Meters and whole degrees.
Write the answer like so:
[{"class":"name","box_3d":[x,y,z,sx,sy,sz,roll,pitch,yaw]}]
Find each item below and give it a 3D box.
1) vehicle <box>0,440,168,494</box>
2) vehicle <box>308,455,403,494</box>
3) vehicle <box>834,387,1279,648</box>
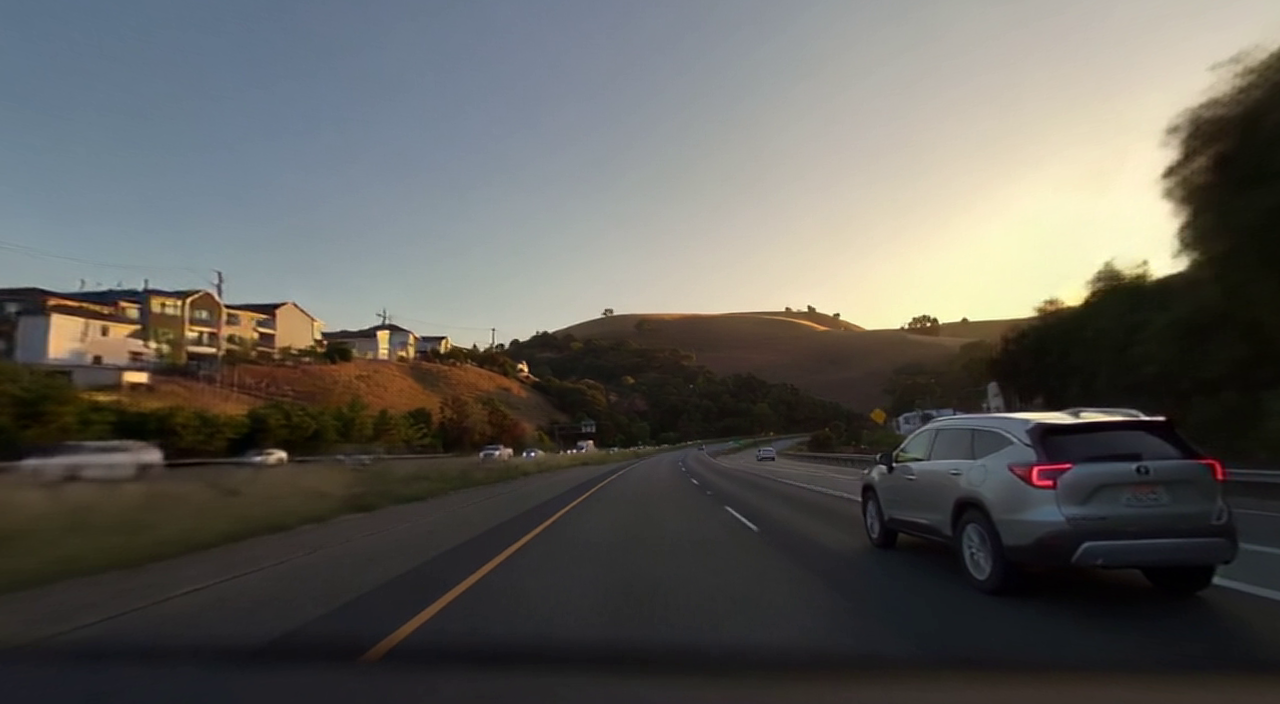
[{"class":"vehicle","box_3d":[-23.564,4.828,26.916,2.233,2.018,5.643,0,-9,1]},{"class":"vehicle","box_3d":[-12.041,5.181,27.014,1.888,1.471,4.603,0,-9,1]},{"class":"vehicle","box_3d":[3.994,1.473,6.668,2.318,1.766,4.587,0,-9,-1]}]
